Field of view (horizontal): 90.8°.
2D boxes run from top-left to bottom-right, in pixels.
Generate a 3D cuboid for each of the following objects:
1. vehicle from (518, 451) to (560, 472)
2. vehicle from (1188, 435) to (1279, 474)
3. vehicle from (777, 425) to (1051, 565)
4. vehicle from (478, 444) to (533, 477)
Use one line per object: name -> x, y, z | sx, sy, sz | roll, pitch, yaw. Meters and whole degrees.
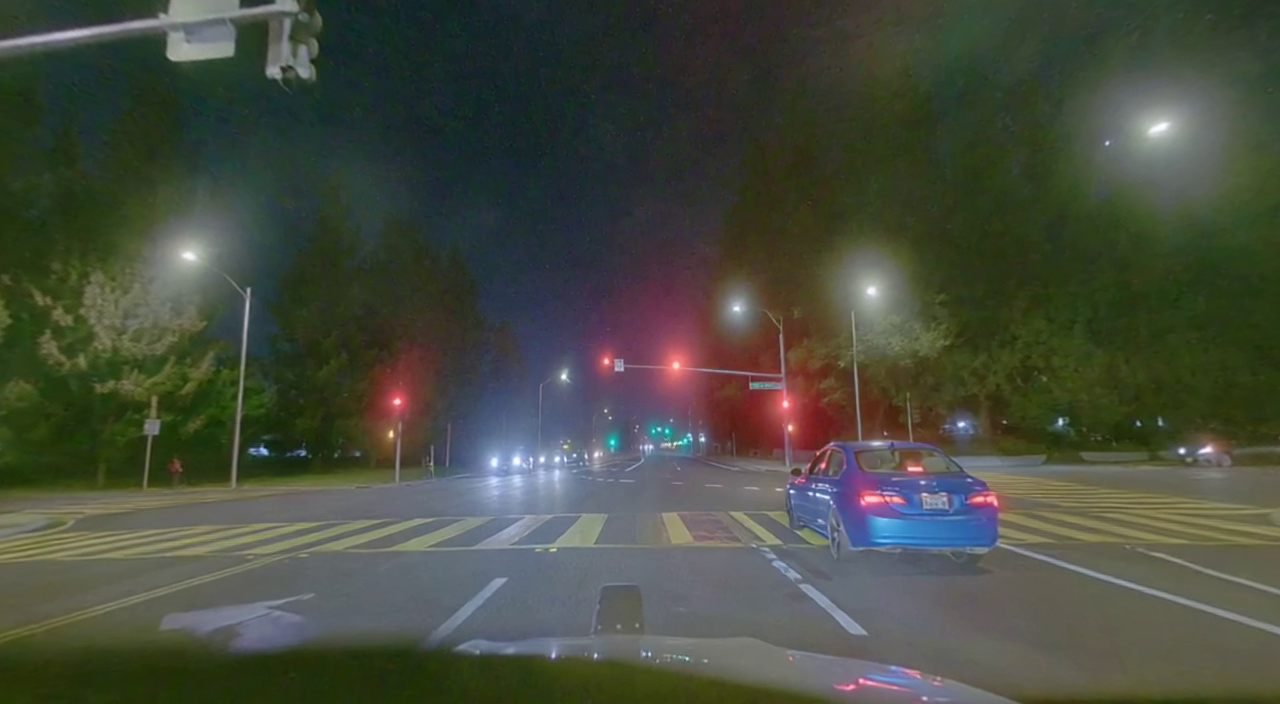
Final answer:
vehicle -> -7.580, 8.254, 47.837 | 1.906, 1.468, 4.686 | -1, -9, 7
vehicle -> 27.926, 4.608, 28.651 | 4.598, 1.650, 2.087 | 1, -9, -11
vehicle -> 3.661, 2.001, 9.694 | 2.129, 1.581, 4.780 | 0, -8, 1
vehicle -> -8.185, 6.658, 38.919 | 2.130, 1.874, 4.691 | -1, -8, 2
